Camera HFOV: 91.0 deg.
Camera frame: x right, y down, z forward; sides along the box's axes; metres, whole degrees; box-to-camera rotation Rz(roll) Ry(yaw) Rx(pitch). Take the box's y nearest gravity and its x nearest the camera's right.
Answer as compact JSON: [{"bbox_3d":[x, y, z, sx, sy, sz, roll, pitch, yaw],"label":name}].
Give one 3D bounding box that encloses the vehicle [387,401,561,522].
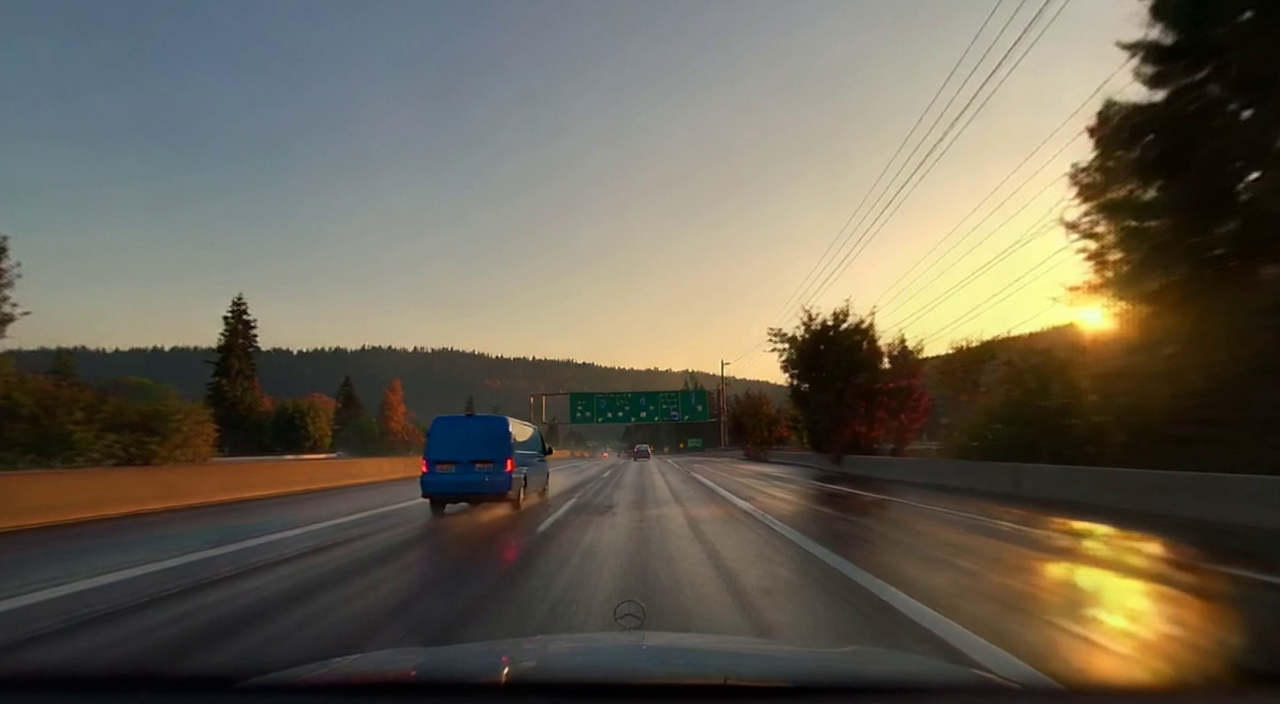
[{"bbox_3d":[-3.081,2.176,12.947,2.281,2.025,4.586,0,-8,0],"label":"vehicle"}]
